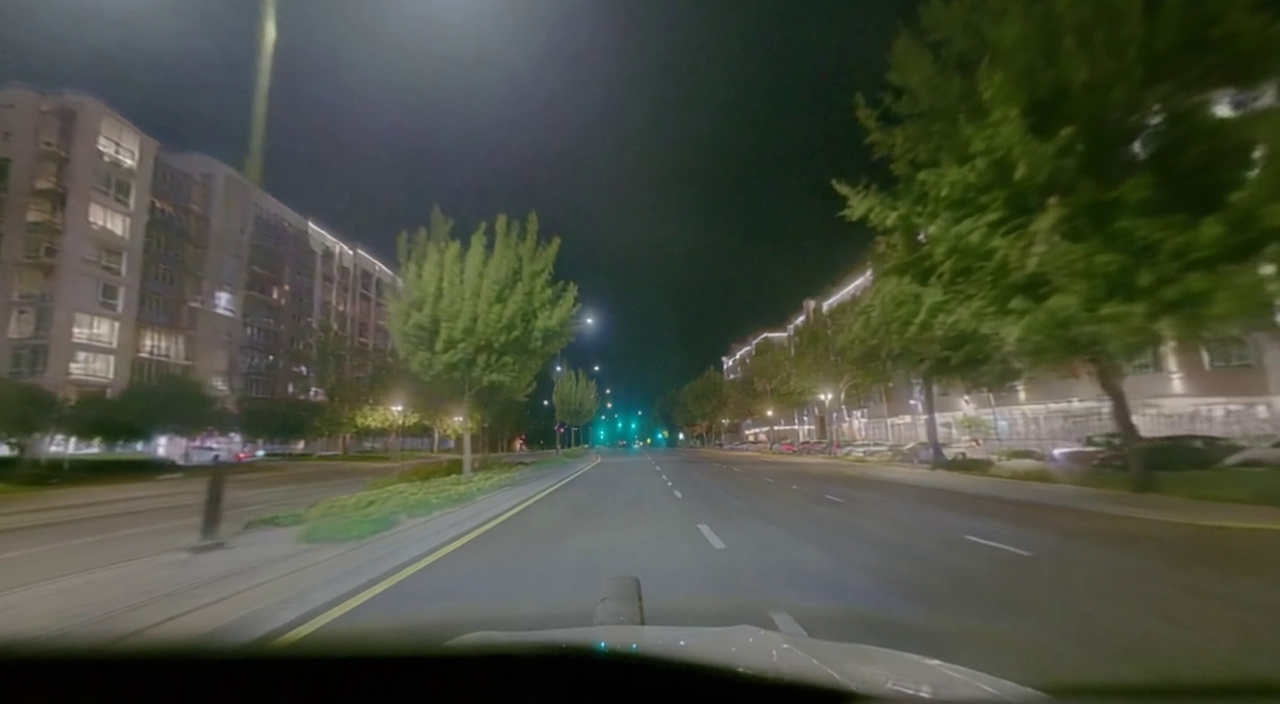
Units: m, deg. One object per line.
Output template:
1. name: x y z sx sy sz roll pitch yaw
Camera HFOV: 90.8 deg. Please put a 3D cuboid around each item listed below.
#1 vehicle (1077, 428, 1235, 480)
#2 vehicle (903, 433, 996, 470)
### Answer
1. vehicle: 18.731 3.717 23.243 1.947 1.667 4.347 0 -8 -3
2. vehicle: 15.462 4.997 31.874 2.006 1.683 4.643 0 -8 -5
